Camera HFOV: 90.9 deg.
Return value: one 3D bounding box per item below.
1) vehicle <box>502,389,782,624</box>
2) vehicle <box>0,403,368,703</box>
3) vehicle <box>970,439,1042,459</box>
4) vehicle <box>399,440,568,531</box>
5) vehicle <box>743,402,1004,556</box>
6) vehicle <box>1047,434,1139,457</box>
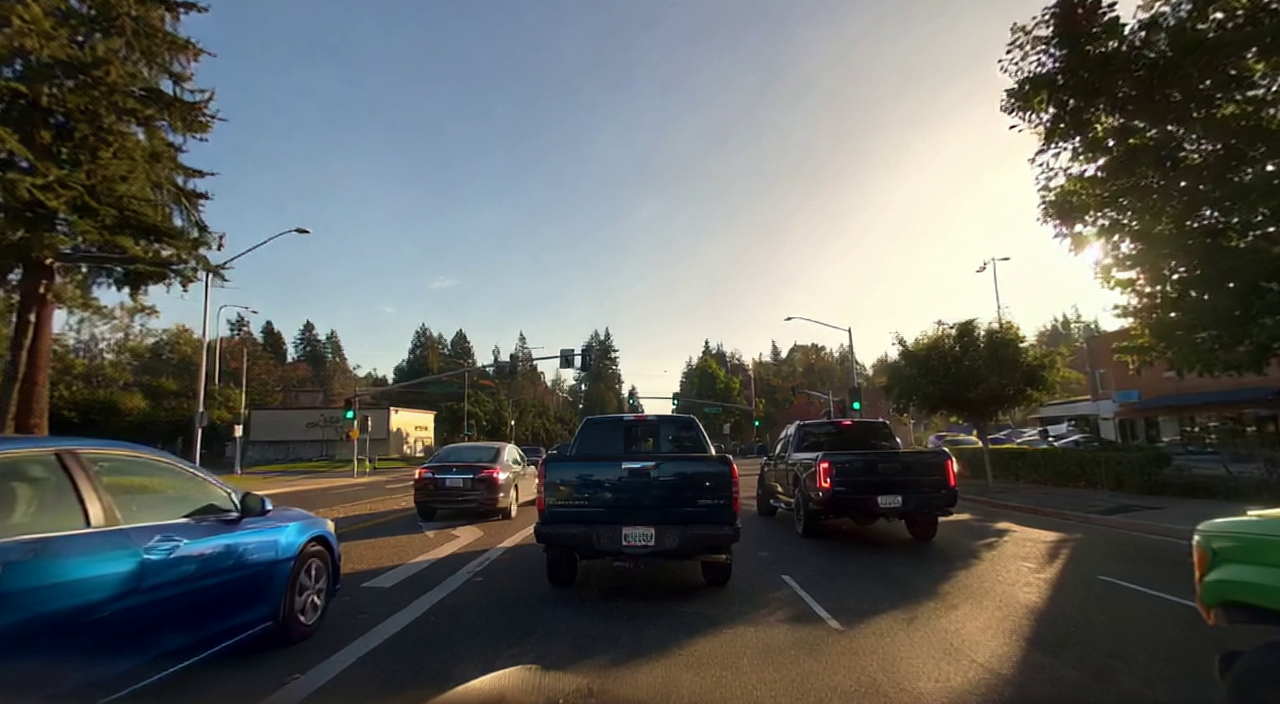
[{"bbox_3d":[0.030,1.457,6.810,2.113,1.768,3.901,0,-8,0],"label":"vehicle"},{"bbox_3d":[-3.068,0.984,2.542,1.909,1.476,4.751,0,-8,-1],"label":"vehicle"},{"bbox_3d":[26.528,7.025,45.808,4.180,1.376,1.583,0,-8,2],"label":"vehicle"},{"bbox_3d":[-2.813,2.512,12.585,2.072,1.450,4.612,0,-8,1],"label":"vehicle"},{"bbox_3d":[3.346,1.982,10.615,2.408,1.908,5.355,0,-8,1],"label":"vehicle"},{"bbox_3d":[32.764,6.769,45.725,4.869,1.622,2.230,0,-8,0],"label":"vehicle"}]
